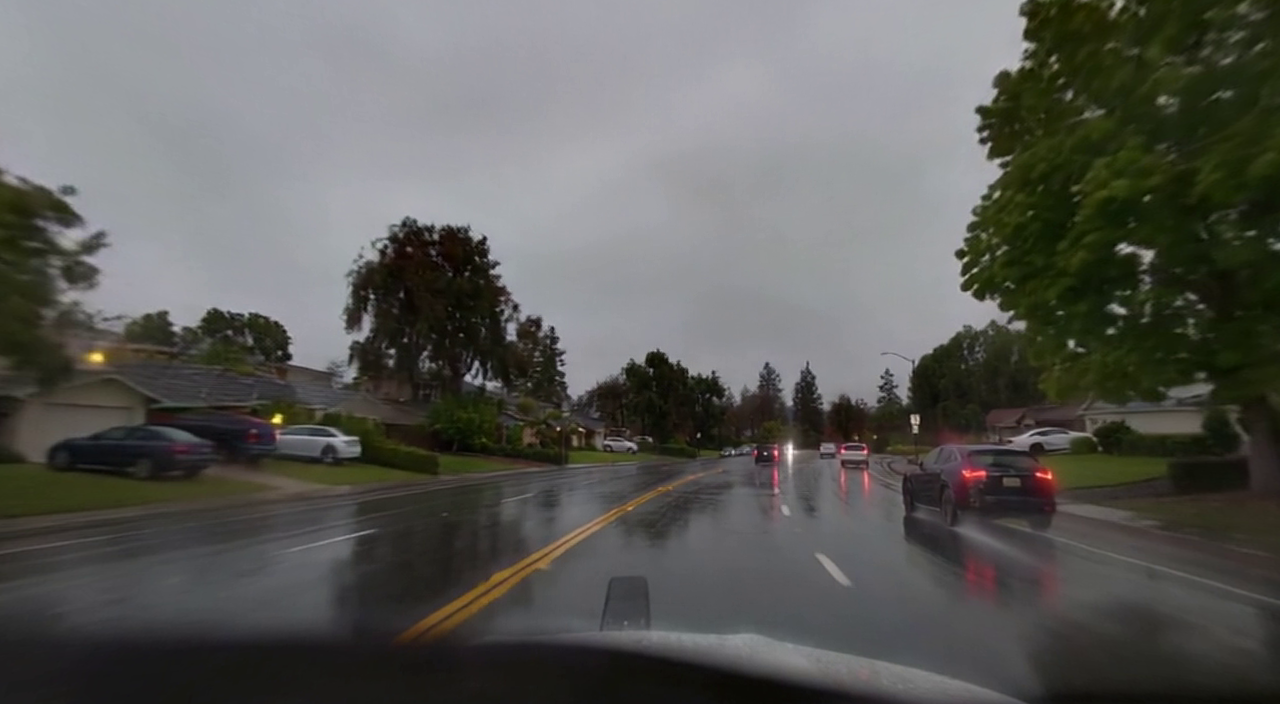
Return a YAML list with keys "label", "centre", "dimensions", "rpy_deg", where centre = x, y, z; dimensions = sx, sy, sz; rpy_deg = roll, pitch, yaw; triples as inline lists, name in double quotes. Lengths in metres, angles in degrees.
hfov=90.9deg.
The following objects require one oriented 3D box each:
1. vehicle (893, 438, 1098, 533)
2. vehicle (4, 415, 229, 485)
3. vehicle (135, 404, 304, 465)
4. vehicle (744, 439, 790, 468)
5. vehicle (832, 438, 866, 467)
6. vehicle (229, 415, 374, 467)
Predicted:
- label: "vehicle"
  centre: [6.628, 2.473, 12.414]
  dimensions: [1.934, 1.506, 4.282]
  rpy_deg: [-1, -8, 7]
- label: "vehicle"
  centre: [-14.331, 2.686, 17.413]
  dimensions: [4.646, 1.502, 1.874]
  rpy_deg: [3, -9, 5]
- label: "vehicle"
  centre: [-16.394, 3.259, 24.745]
  dimensions: [5.057, 1.938, 2.301]
  rpy_deg: [3, -8, 8]
- label: "vehicle"
  centre: [7.862, 6.185, 38.721]
  dimensions: [2.106, 1.667, 4.367]
  rpy_deg: [-3, -9, 19]
- label: "vehicle"
  centre: [14.688, 7.050, 44.506]
  dimensions: [2.059, 1.924, 4.257]
  rpy_deg: [-3, -9, 16]
- label: "vehicle"
  centre: [-14.659, 3.827, 27.493]
  dimensions: [4.984, 1.812, 2.354]
  rpy_deg: [3, -6, 8]
